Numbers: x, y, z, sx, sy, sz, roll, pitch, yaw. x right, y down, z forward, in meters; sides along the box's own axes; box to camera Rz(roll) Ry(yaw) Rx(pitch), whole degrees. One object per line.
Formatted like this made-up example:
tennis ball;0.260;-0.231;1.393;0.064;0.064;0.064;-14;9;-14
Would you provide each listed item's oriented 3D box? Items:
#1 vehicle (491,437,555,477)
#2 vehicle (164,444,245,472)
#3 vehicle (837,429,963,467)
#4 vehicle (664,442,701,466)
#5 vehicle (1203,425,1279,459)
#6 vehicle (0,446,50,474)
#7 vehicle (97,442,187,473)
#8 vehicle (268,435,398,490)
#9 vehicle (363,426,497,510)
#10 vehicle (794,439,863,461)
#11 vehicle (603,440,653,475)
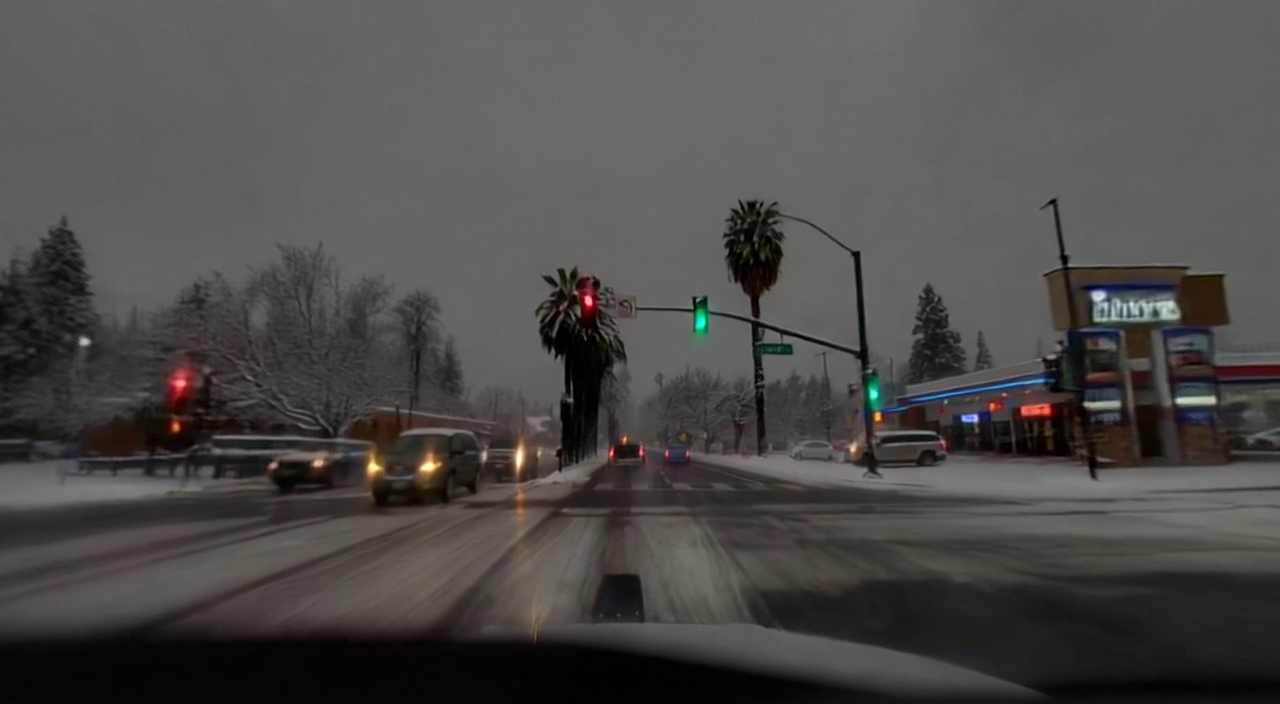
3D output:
vehicle;-5.279;4.781;29.087;2.060;1.643;4.359;0;-8;0
vehicle;-27.219;6.608;39.767;1.969;1.627;4.508;0;-8;-2
vehicle;13.682;5.095;33.551;5.718;1.911;2.088;0;-8;-2
vehicle;2.772;6.846;42.644;2.060;1.471;4.168;0;-8;-2
vehicle;34.179;4.936;34.604;4.597;1.775;1.982;-1;-8;6
vehicle;-40.281;6.865;40.263;1.791;1.696;3.791;0;-8;-3
vehicle;-31.057;6.582;39.660;2.009;1.790;4.501;0;-8;-2
vehicle;-11.580;4.194;24.482;2.161;1.830;5.674;0;-8;0
vehicle;-5.199;2.869;16.364;2.032;1.747;4.479;-2;-7;-2
vehicle;13.644;7.090;45.965;4.360;1.523;1.900;0;-8;-1
vehicle;-0.577;4.902;29.723;2.160;1.508;4.319;0;-8;-1
